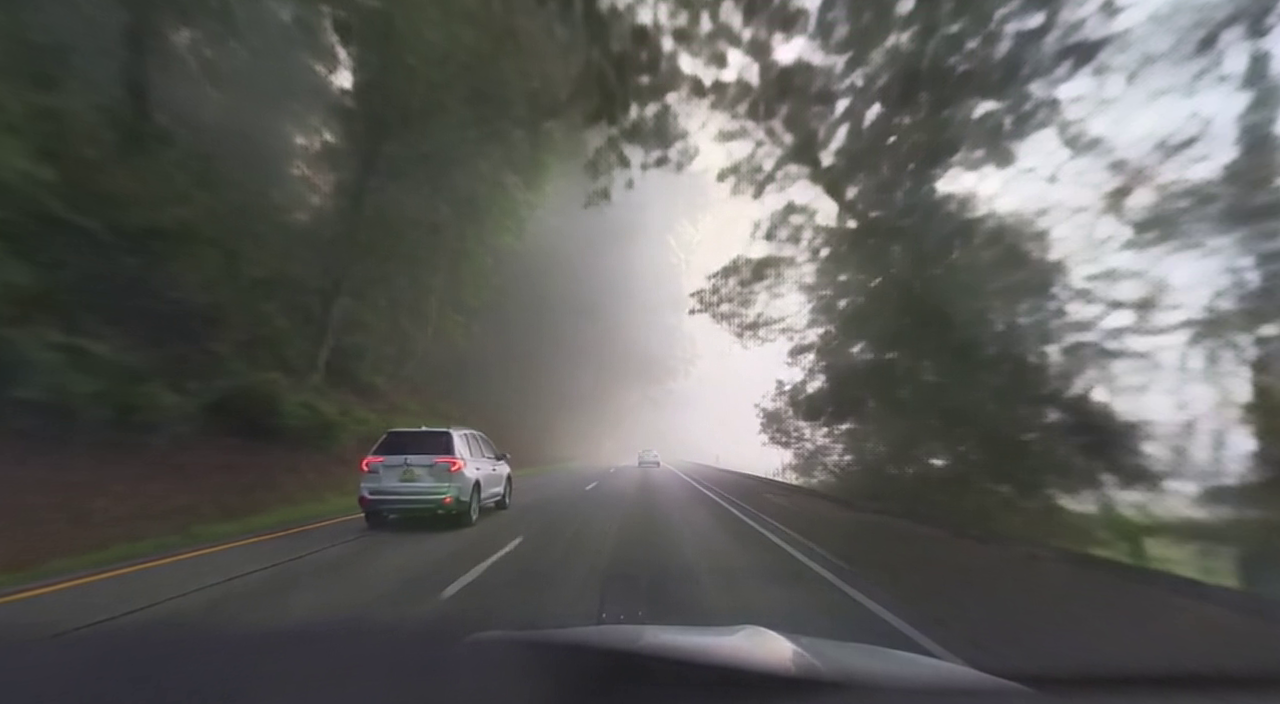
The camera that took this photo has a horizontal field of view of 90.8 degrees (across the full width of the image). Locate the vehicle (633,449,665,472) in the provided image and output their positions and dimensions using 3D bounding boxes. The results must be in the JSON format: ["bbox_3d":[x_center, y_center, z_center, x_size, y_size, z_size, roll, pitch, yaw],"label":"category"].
[{"bbox_3d":[0.573,7.358,43.123,2.046,1.452,4.407,0,-9,-1],"label":"vehicle"}]

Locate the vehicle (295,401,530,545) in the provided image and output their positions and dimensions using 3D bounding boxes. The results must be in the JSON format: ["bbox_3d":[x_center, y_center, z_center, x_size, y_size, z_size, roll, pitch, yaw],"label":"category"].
[{"bbox_3d":[-3.690,2.103,11.571,2.418,2.049,4.930,0,-9,0],"label":"vehicle"}]
